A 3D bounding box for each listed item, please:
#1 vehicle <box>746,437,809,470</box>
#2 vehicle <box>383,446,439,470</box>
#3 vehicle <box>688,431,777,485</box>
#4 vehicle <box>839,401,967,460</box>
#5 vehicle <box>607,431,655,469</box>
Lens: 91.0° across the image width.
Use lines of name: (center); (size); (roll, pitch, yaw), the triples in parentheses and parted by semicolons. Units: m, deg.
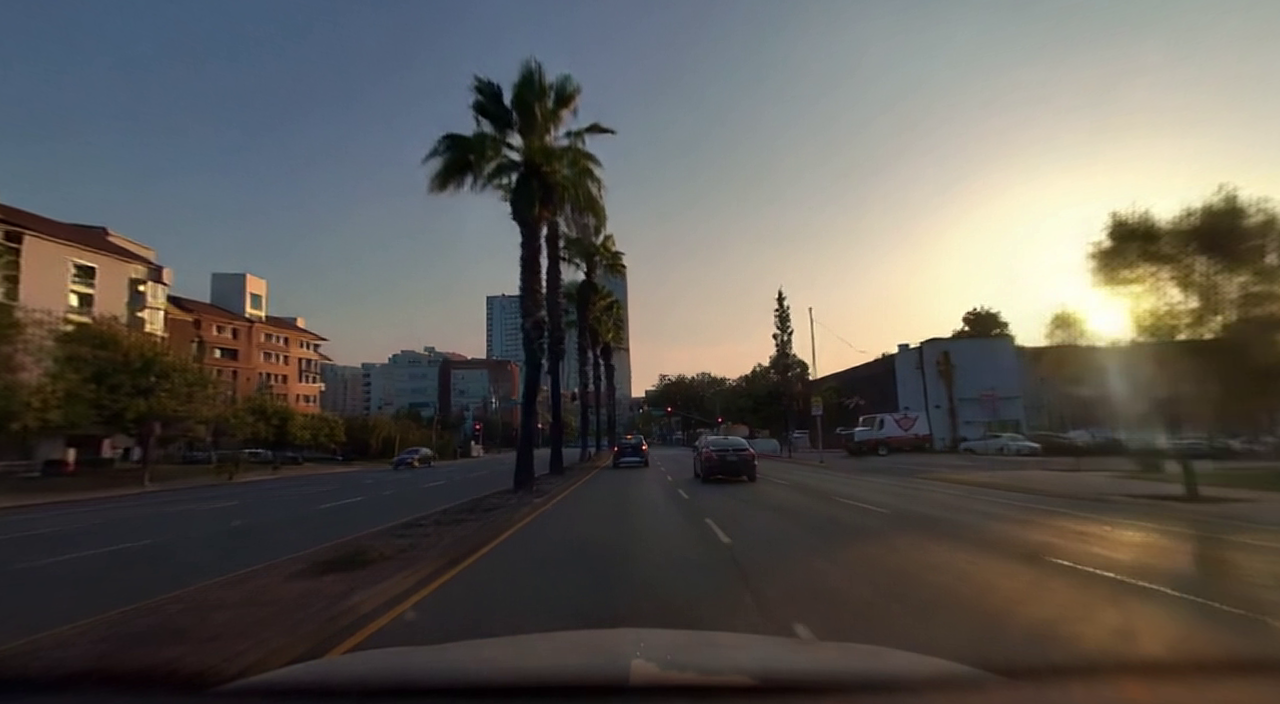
vehicle: (6.658, 4.982, 31.059); (1.975, 1.483, 4.769); (0, -8, -1)
vehicle: (-14.997, 6.946, 41.468); (1.887, 1.454, 4.588); (0, -8, 1)
vehicle: (2.955, 3.525, 21.256); (2.195, 1.590, 4.668); (0, -8, -1)
vehicle: (17.479, 5.296, 42.143); (7.270, 3.743, 2.677); (1, -8, -3)
vehicle: (-0.443, 4.969, 32.027); (2.277, 1.816, 4.192); (0, -8, -1)
